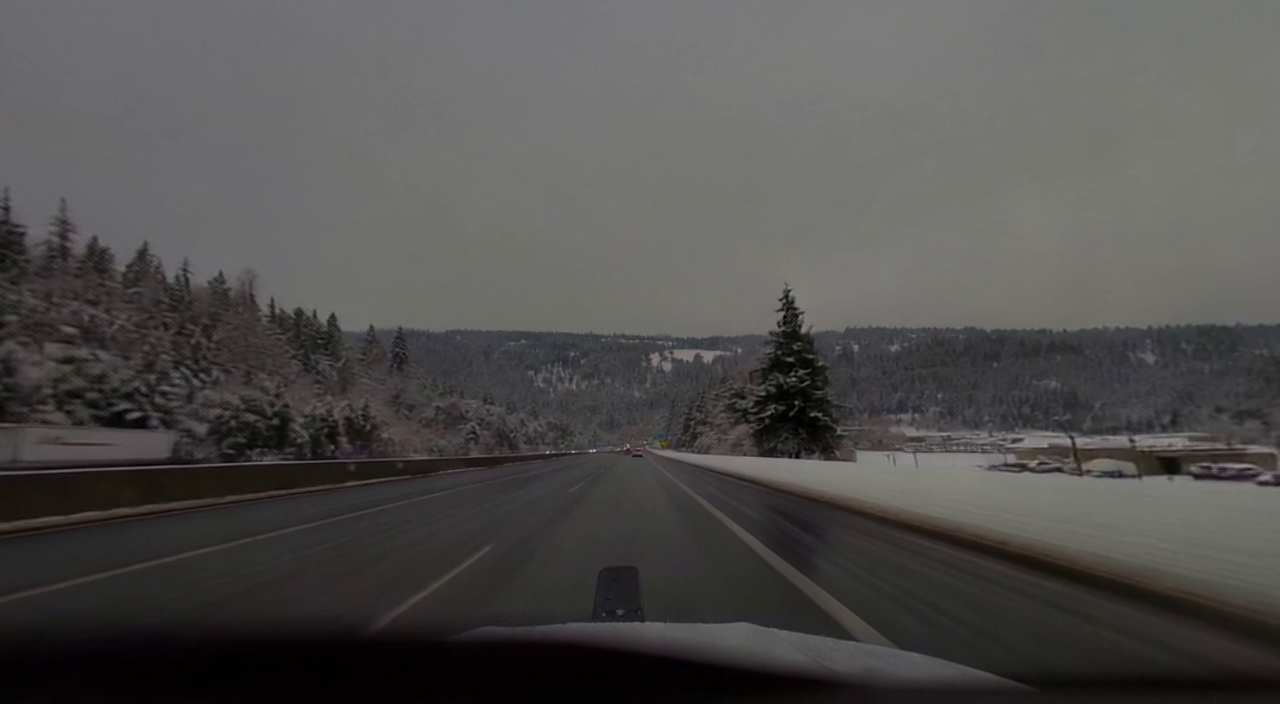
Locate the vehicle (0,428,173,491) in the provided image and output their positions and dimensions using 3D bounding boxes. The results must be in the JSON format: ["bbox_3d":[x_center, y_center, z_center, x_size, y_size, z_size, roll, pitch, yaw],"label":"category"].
[{"bbox_3d":[-43.663,8.290,49.298,2.915,4.143,15.068,0,-9,-1],"label":"vehicle"}]
